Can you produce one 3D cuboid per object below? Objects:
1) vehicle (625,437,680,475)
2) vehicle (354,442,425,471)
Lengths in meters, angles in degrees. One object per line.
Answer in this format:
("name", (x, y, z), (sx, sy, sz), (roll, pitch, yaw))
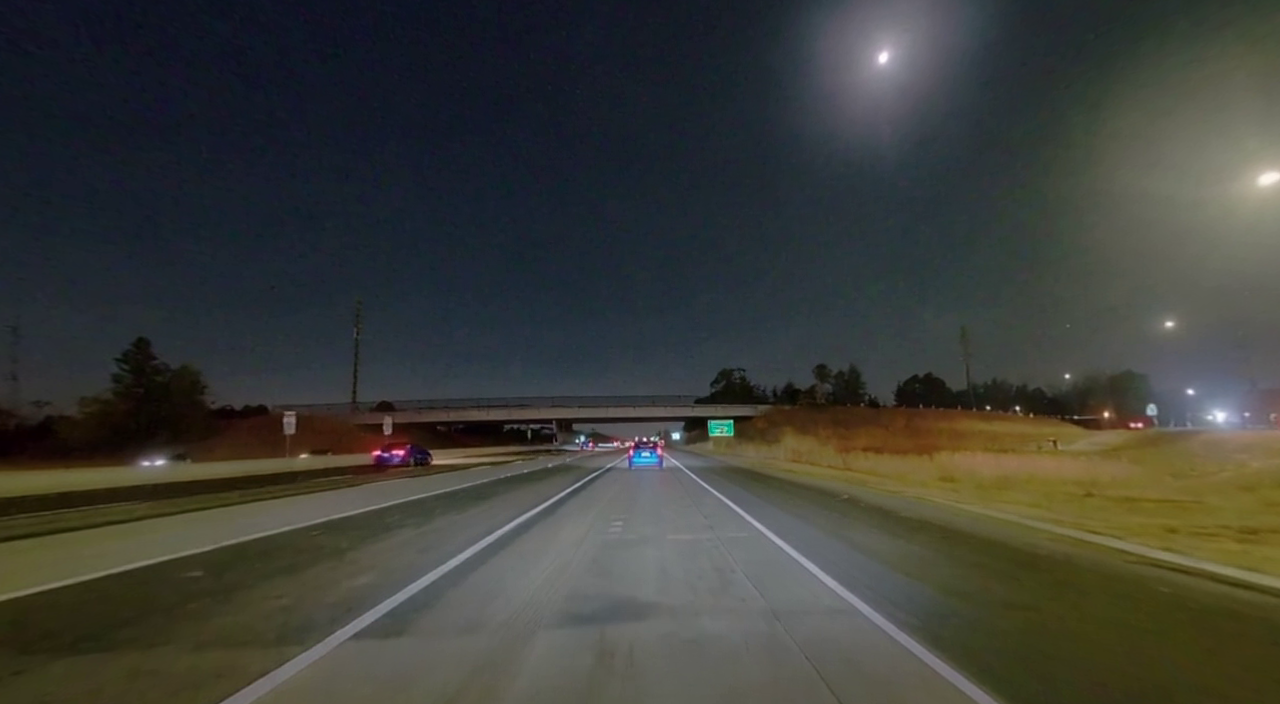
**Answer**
("vehicle", (0.488, 4.366, 26.685), (2.145, 1.493, 4.146), (0, -8, 0))
("vehicle", (-14.053, 5.883, 35.752), (1.960, 1.505, 4.854), (0, -8, 1))
